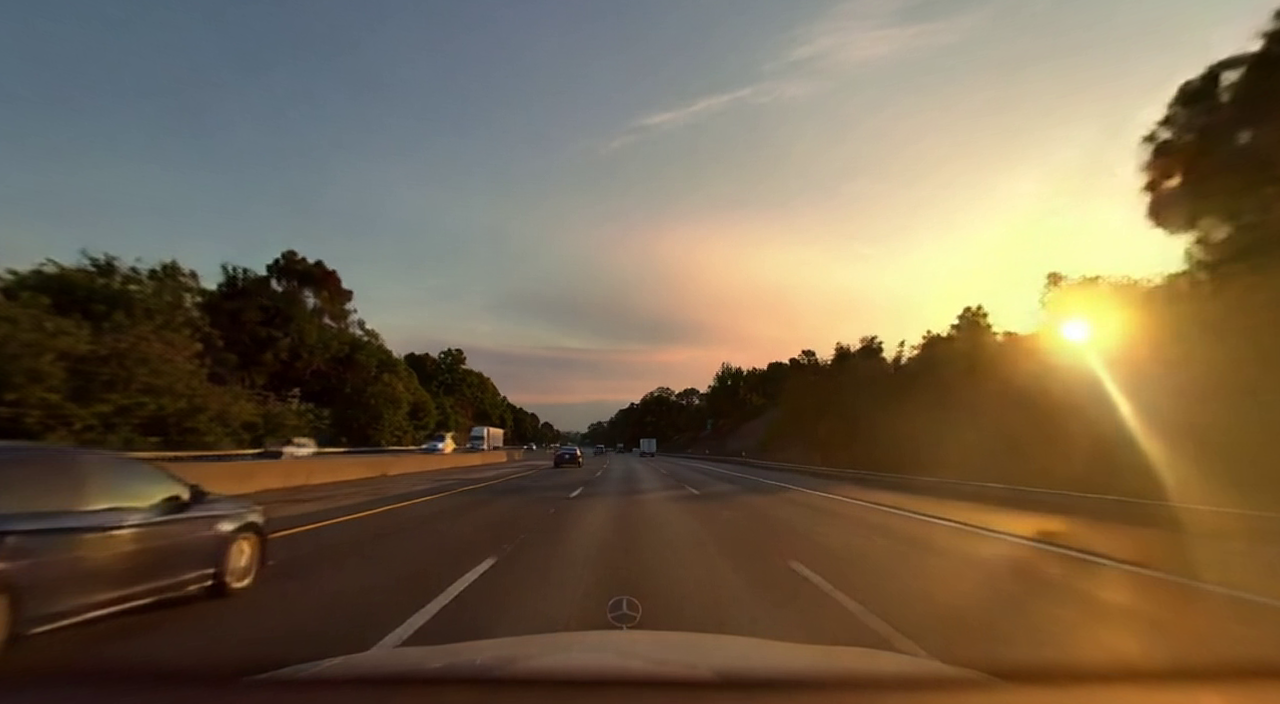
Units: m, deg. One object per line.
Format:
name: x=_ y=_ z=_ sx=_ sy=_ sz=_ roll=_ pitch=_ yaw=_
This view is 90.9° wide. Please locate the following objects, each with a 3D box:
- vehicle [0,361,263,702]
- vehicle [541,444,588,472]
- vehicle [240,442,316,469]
vehicle: x=-4.221 y=0.858 z=2.922 sx=2.108 sy=1.666 sz=4.558 roll=0 pitch=-9 yaw=0
vehicle: x=-4.228 y=6.022 z=35.922 sx=2.169 sy=1.473 sz=4.631 roll=0 pitch=-9 yaw=-1
vehicle: x=-21.206 y=6.082 z=37.135 sx=1.792 sy=1.455 sz=4.561 roll=0 pitch=-9 yaw=0
